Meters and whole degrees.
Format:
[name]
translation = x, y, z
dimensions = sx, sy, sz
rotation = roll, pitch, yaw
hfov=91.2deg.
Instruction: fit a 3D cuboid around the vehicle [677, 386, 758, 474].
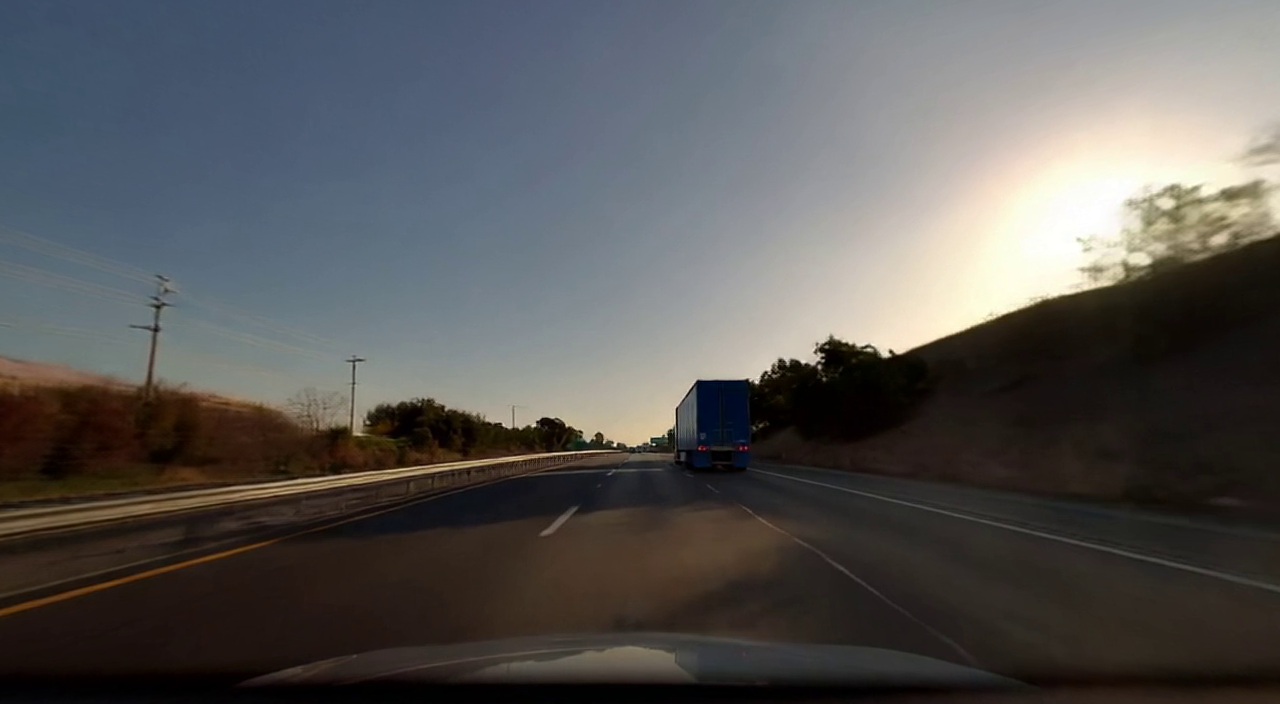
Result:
[vehicle]
translation = 4.063, 4.733, 36.783
dimensions = 2.933, 4.100, 14.317
rotation = 0, -9, 0
